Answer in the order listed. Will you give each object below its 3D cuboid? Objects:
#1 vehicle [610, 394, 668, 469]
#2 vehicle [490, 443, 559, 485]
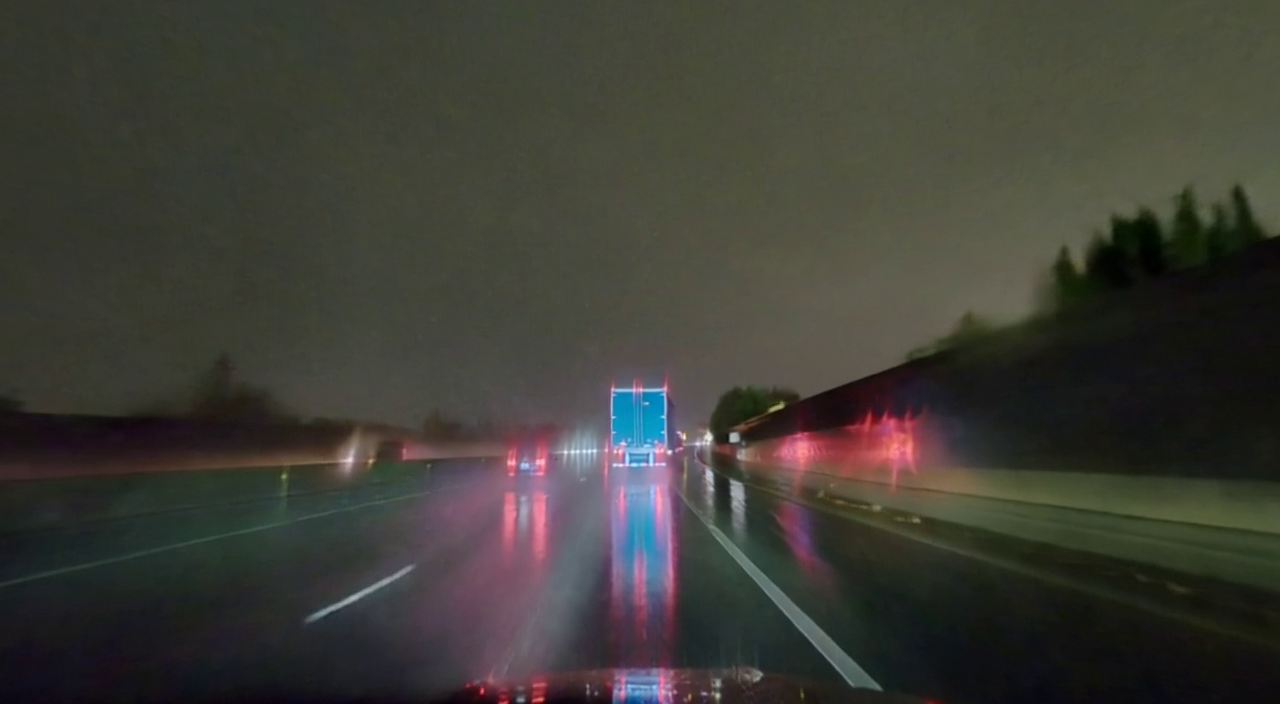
[{"bbox_3d":[-0.021,5.194,39.902,3.123,4.094,10.812,0,-9,0],"label":"vehicle"},{"bbox_3d":[-4.434,4.347,24.630,1.895,1.500,3.808,0,-9,1],"label":"vehicle"}]
